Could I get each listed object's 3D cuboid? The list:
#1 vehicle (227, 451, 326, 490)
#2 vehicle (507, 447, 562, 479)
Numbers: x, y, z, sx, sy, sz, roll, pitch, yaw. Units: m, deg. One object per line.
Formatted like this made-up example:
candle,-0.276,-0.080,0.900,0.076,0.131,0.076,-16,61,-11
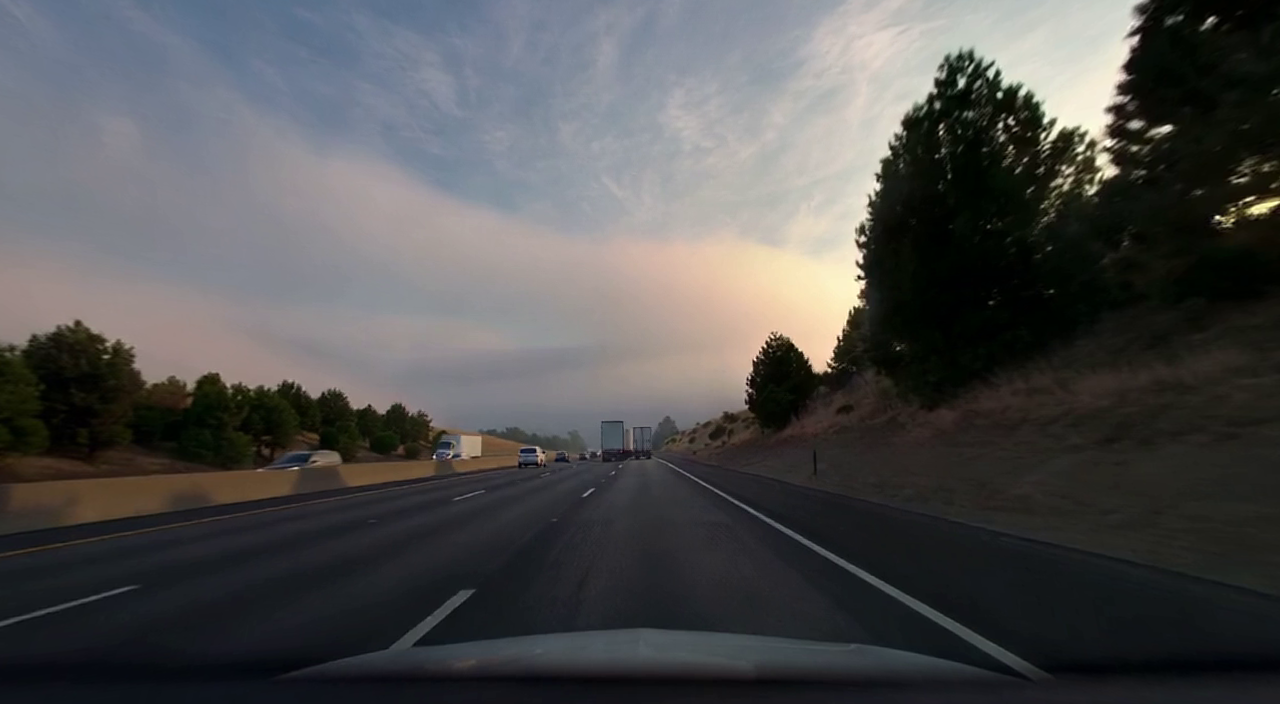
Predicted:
vehicle,-14.919,4.853,26.165,1.778,1.447,3.821,0,-9,0
vehicle,-5.261,5.590,32.010,2.091,1.527,4.455,0,-9,-1
